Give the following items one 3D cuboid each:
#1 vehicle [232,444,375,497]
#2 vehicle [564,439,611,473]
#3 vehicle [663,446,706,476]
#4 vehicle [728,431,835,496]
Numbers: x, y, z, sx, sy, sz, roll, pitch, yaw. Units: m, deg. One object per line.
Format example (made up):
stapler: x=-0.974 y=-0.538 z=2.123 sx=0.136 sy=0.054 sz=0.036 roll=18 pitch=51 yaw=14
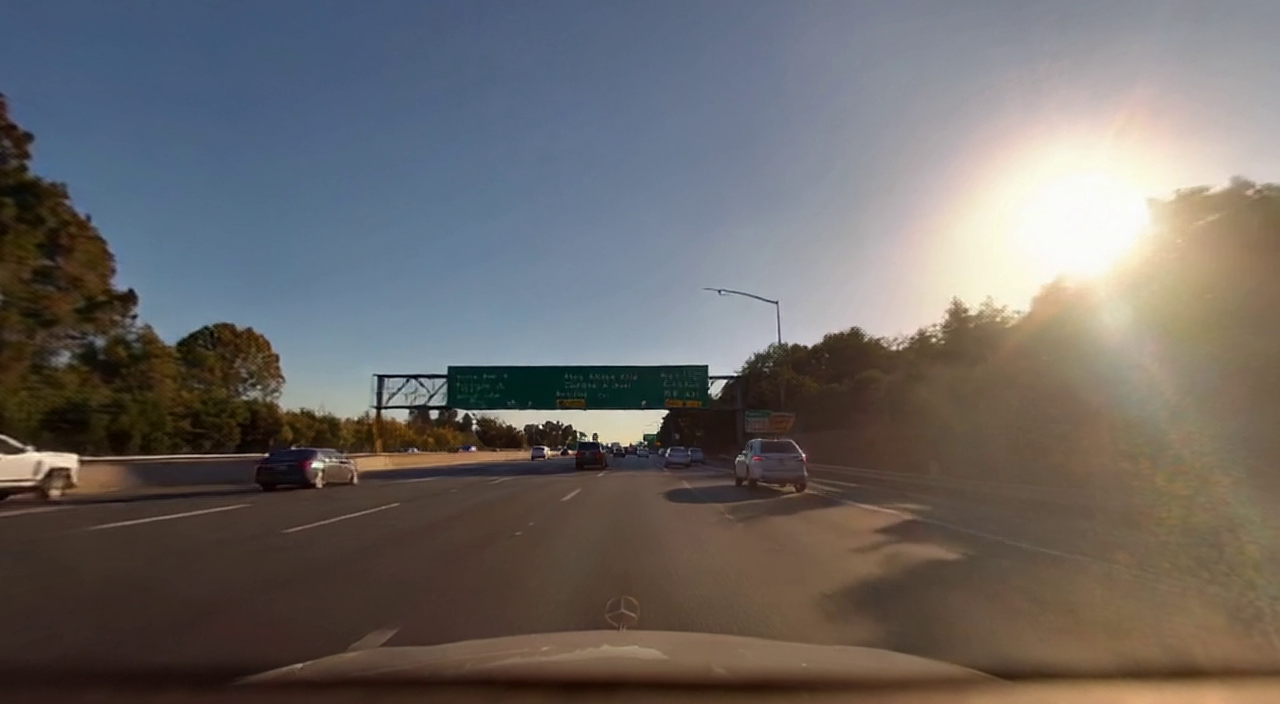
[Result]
vehicle: x=-10.555 y=3.717 z=20.235 sx=1.974 sy=1.472 sz=4.684 roll=0 pitch=-9 yaw=0
vehicle: x=-3.131 y=6.428 z=39.099 sx=2.449 sy=1.929 sz=5.503 roll=0 pitch=-9 yaw=0
vehicle: x=2.386 y=5.990 z=34.979 sx=2.126 sy=1.529 sz=4.438 roll=0 pitch=-9 yaw=1
vehicle: x=4.280 y=3.469 z=19.956 sx=2.218 sy=1.776 sz=4.807 roll=0 pitch=-9 yaw=0
